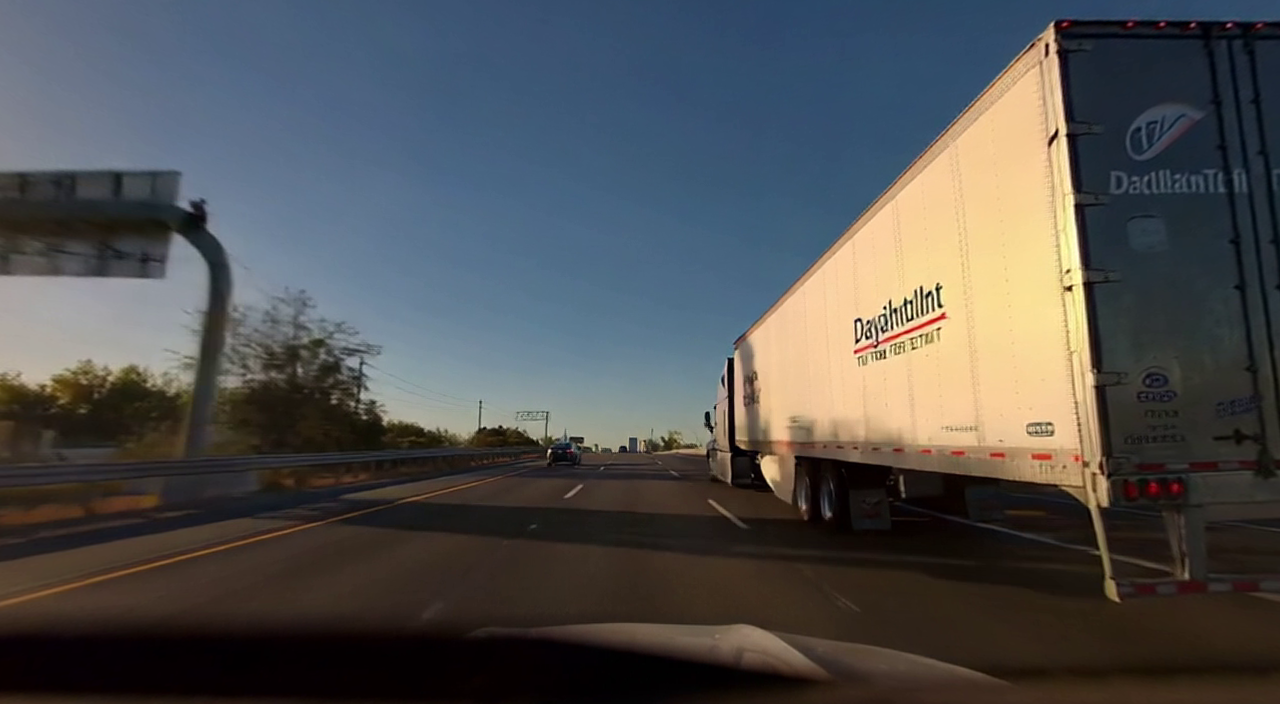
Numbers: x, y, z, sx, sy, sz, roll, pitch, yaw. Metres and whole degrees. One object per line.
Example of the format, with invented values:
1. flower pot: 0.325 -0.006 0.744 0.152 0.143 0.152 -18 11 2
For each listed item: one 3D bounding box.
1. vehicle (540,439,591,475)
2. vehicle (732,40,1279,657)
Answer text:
1. vehicle: -3.580 5.104 31.037 2.030 1.657 3.926 0 -8 0
2. vehicle: 3.962 0.732 10.486 2.962 4.132 12.720 0 -8 0
